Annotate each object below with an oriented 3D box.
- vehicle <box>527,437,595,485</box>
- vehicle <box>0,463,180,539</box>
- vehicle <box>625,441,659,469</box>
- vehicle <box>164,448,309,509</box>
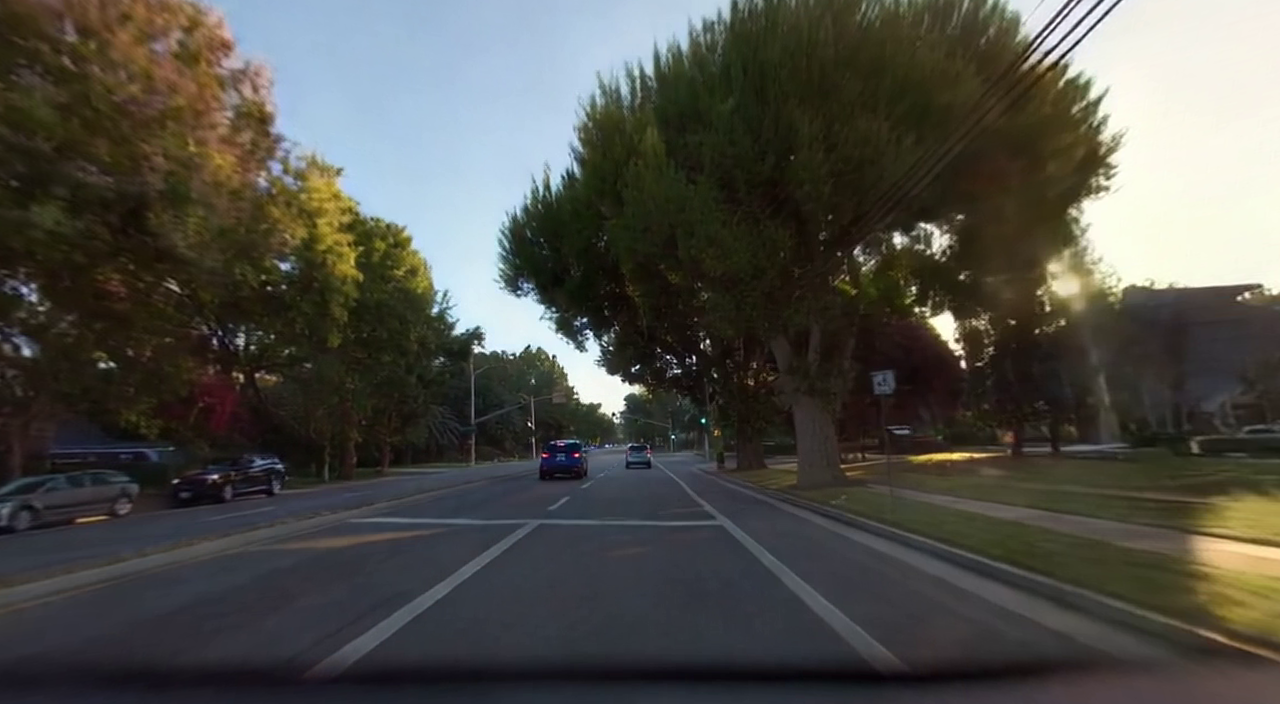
[{"bbox_3d":[-3.075,4.374,25.662,2.097,1.755,4.336,0,-9,1],"label":"vehicle"},{"bbox_3d":[-14.267,3.592,15.848,1.880,1.476,4.715,0,-9,0],"label":"vehicle"},{"bbox_3d":[0.056,6.731,41.495,2.088,1.735,4.801,0,-9,-1],"label":"vehicle"},{"bbox_3d":[-14.073,4.399,22.482,1.996,1.886,4.692,0,-9,0],"label":"vehicle"}]
